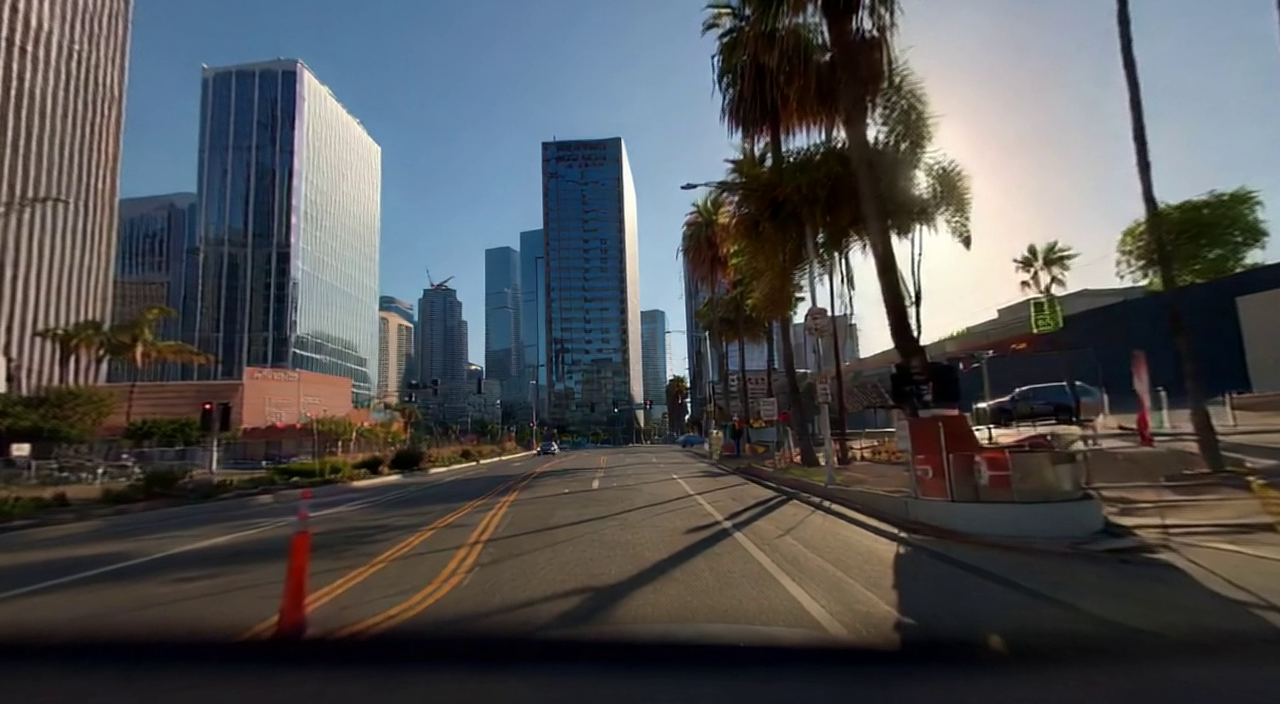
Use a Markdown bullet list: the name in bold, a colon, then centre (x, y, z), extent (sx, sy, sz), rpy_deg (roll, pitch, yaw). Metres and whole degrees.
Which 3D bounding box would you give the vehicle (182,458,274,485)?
- **vehicle**: centre (-28.624, 8.310, 44.072), extent (1.979, 1.644, 4.875), rpy_deg (-5, -10, 30)
